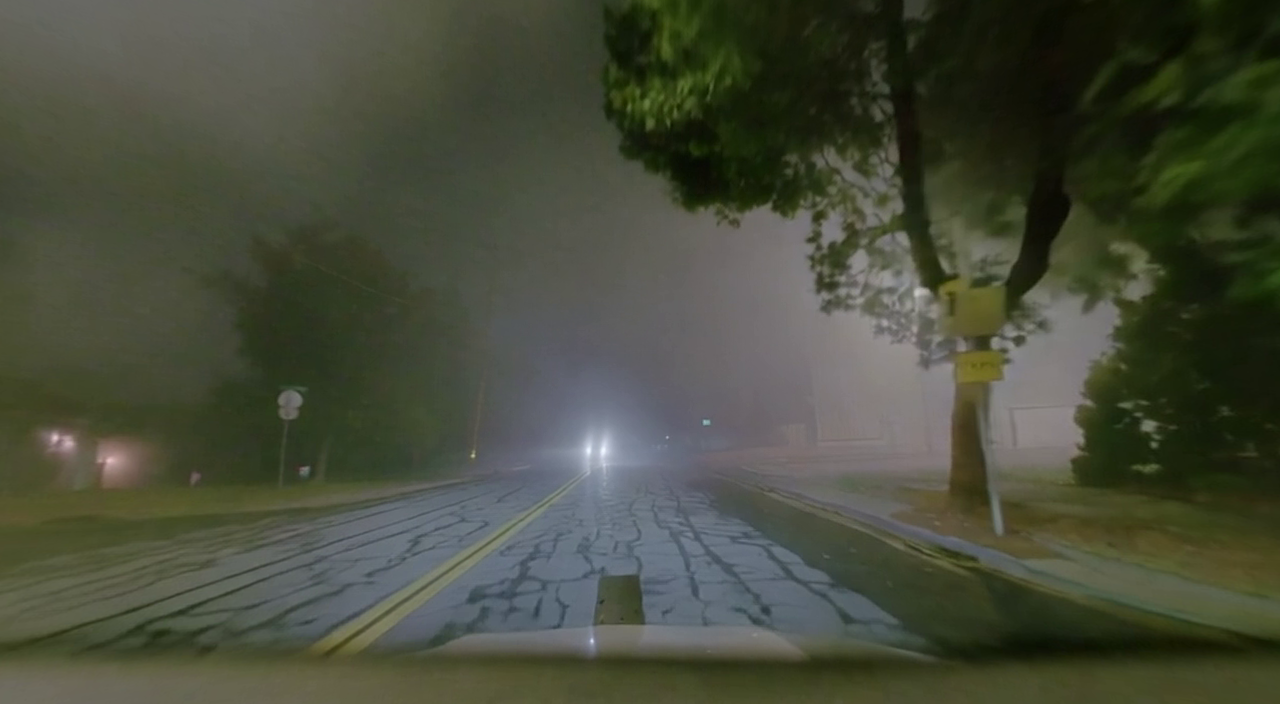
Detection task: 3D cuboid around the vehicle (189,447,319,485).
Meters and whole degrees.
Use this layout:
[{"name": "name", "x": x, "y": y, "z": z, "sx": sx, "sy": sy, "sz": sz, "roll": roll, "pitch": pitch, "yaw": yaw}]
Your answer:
[{"name": "vehicle", "x": -18.628, "y": 5.525, "z": 30.693, "sx": 4.874, "sy": 1.675, "sz": 2.197, "roll": -1, "pitch": -9, "yaw": -1}]
